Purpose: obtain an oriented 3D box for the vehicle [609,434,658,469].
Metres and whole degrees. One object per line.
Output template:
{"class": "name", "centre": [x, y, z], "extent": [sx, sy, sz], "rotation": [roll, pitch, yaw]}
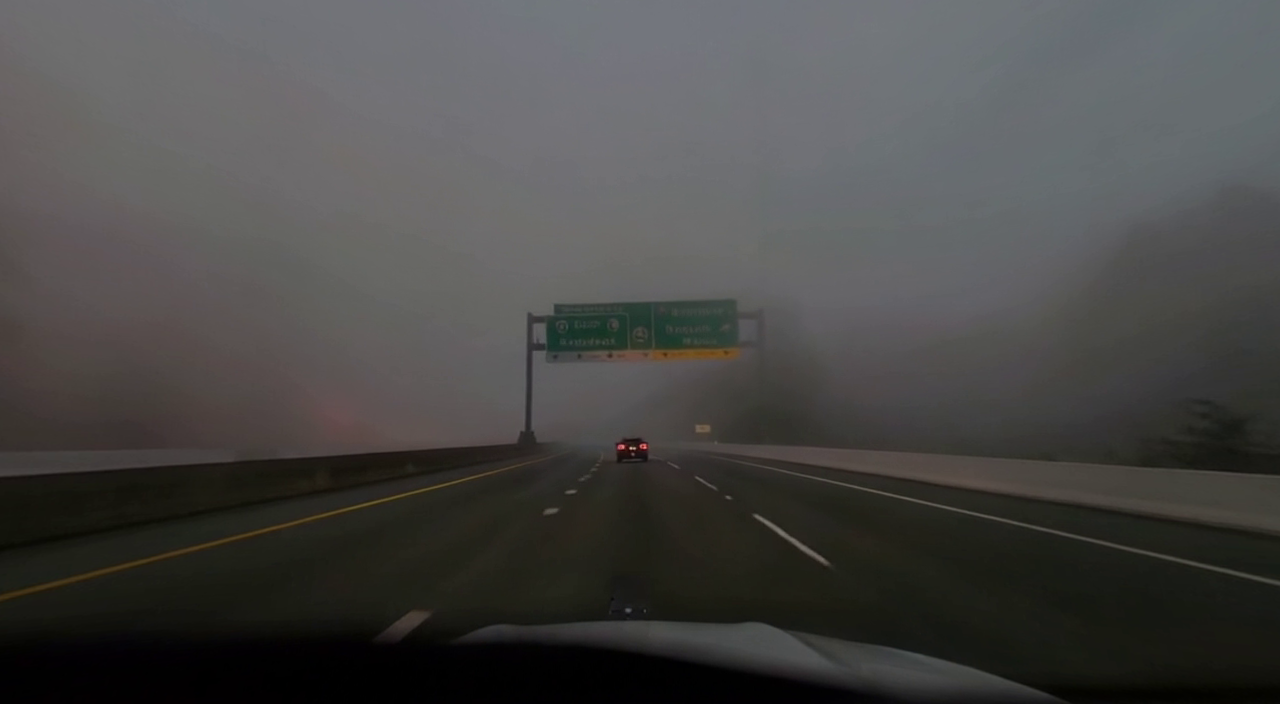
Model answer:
{"class": "vehicle", "centre": [-0.287, 4.718, 29.954], "extent": [2.130, 1.512, 4.057], "rotation": [0, -8, 0]}
